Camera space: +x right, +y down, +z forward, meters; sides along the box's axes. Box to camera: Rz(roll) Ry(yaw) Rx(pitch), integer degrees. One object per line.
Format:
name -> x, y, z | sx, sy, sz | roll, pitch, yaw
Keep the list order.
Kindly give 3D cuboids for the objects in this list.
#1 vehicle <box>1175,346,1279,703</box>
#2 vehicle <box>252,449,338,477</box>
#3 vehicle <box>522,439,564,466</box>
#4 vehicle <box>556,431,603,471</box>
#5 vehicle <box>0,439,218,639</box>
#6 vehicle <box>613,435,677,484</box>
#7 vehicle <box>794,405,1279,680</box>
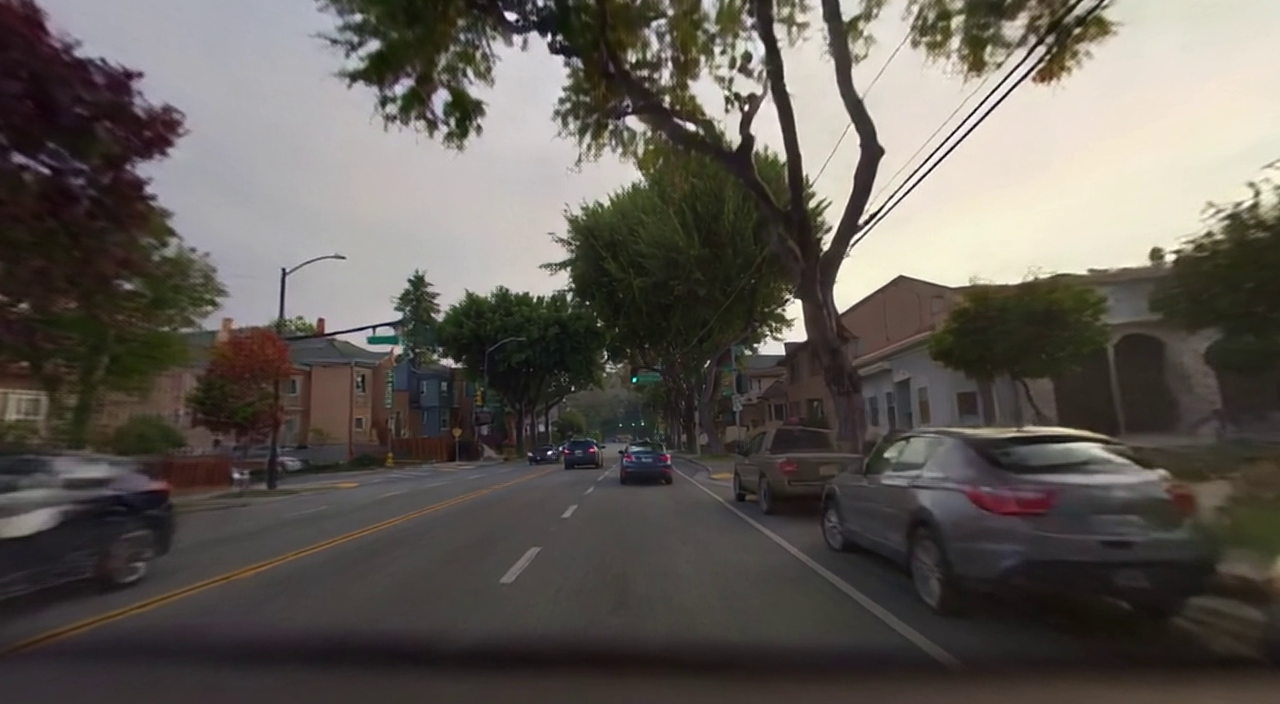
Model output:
vehicle -> 3.032, 0.540, 0.293 | 1.905, 1.589, 4.028 | 0, -8, -2
vehicle -> -22.857, 7.354, 41.773 | 4.537, 1.755, 1.933 | 0, -8, 0
vehicle -> -6.275, 6.582, 41.456 | 2.048, 1.601, 5.047 | 0, -8, -1
vehicle -> -2.983, 4.953, 31.650 | 1.983, 1.841, 4.013 | 0, -8, 0
vehicle -> -5.945, 1.455, 4.938 | 2.055, 1.521, 4.639 | 0, -8, 0
vehicle -> 0.112, 3.652, 21.769 | 1.998, 1.518, 4.015 | 0, -8, -2
vehicle -> 2.949, 1.386, 5.846 | 1.842, 1.511, 4.565 | 0, -8, 0
